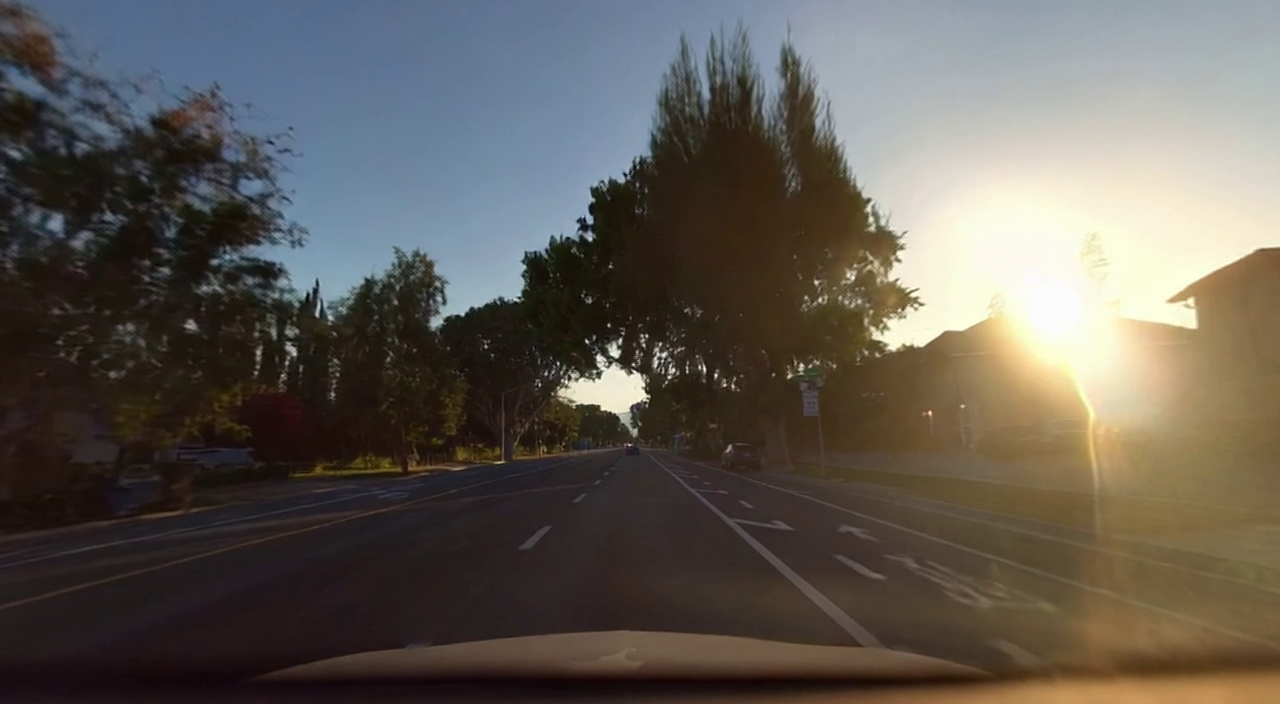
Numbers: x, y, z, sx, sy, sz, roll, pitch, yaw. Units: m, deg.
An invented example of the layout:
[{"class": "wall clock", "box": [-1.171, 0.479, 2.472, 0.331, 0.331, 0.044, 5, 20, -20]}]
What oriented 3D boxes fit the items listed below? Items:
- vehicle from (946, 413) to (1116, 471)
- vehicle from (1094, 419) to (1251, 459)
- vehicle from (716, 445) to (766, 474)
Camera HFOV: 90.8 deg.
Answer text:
[{"class": "vehicle", "box": [15.239, 3.540, 24.859, 5.136, 1.795, 2.244, -4, -9, -3]}, {"class": "vehicle", "box": [21.040, 3.460, 25.113, 4.479, 1.474, 1.907, 0, -8, -1]}, {"class": "vehicle", "box": [5.316, 5.727, 33.964, 1.984, 1.418, 4.709, 1, -9, 1]}]
